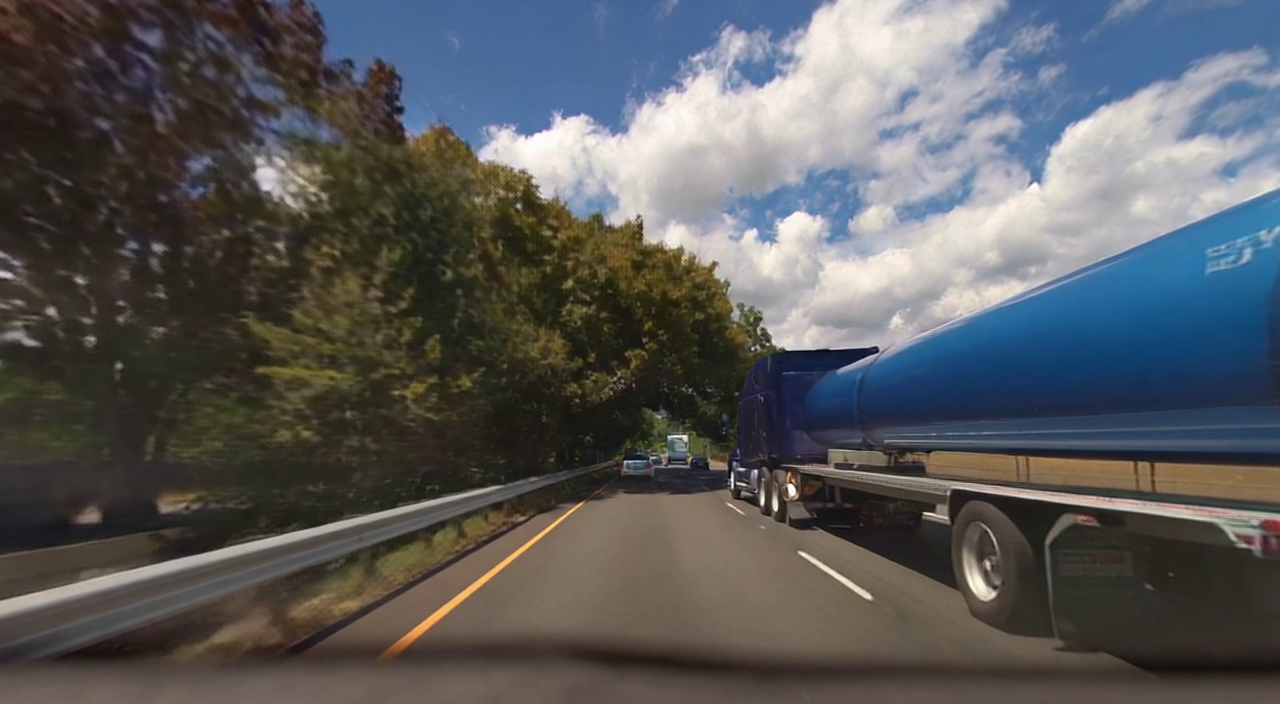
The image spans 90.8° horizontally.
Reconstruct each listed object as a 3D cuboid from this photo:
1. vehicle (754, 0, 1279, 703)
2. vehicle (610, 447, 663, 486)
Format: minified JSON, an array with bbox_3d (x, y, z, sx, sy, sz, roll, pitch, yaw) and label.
[{"bbox_3d":[3.937,0.869,8.225,2.694,3.453,11.641,0,-9,0],"label":"vehicle"},{"bbox_3d":[-0.121,4.667,25.964,2.003,1.490,3.636,0,-9,0],"label":"vehicle"}]
